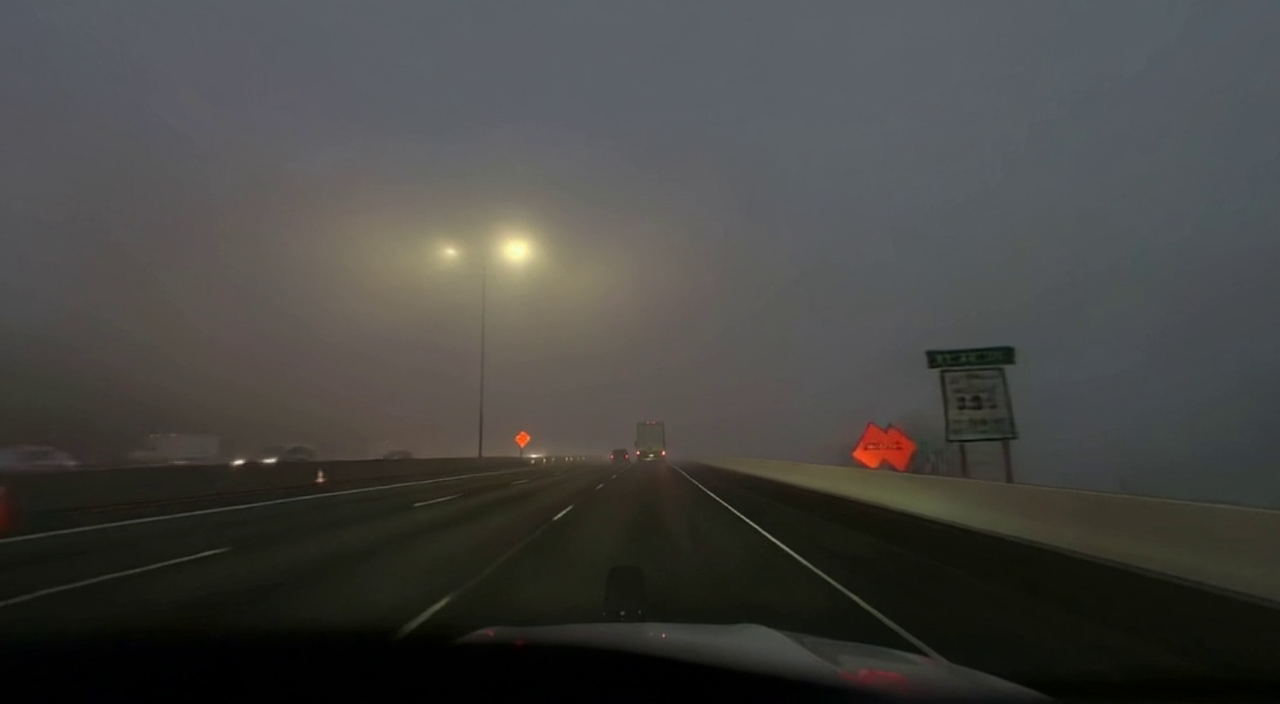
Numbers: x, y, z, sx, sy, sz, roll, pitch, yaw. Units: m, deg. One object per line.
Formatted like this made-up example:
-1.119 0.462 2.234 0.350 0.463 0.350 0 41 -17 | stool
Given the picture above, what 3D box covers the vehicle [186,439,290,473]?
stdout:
-19.866 5.162 31.431 1.931 1.567 4.767 0 -9 2 | vehicle
